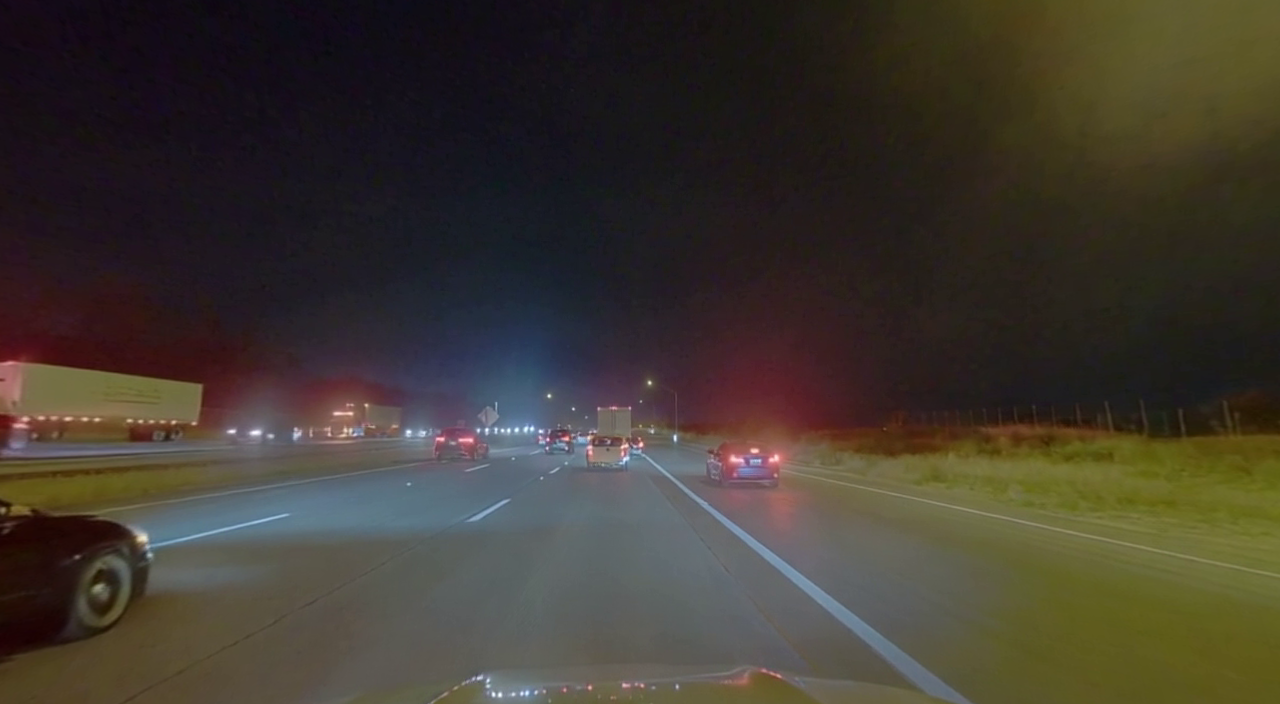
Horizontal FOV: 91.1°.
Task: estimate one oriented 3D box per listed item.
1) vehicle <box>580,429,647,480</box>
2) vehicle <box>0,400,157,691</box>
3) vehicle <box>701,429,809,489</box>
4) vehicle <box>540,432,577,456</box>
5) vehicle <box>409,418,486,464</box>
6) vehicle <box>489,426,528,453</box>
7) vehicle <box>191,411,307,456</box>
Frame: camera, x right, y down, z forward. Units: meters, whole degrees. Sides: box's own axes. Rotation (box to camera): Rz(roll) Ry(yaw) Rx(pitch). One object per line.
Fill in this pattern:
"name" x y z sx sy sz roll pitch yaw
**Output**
"vehicle" -0.861 3.281 20.520 1.980 1.478 3.758 0 -8 -2
"vehicle" -4.227 0.871 2.299 1.916 1.476 3.782 0 -8 -1
"vehicle" 3.059 2.945 17.773 1.981 1.474 4.396 0 -8 -3
"vehicle" -5.434 6.170 42.369 2.046 1.493 4.384 0 -8 -2
"vehicle" -8.728 4.102 29.012 2.158 1.943 4.662 0 -8 -1
"vehicle" -9.463 6.359 45.590 1.992 1.838 4.493 0 -8 -2
"vehicle" -15.449 3.263 25.159 1.993 1.617 4.277 0 -8 -2
